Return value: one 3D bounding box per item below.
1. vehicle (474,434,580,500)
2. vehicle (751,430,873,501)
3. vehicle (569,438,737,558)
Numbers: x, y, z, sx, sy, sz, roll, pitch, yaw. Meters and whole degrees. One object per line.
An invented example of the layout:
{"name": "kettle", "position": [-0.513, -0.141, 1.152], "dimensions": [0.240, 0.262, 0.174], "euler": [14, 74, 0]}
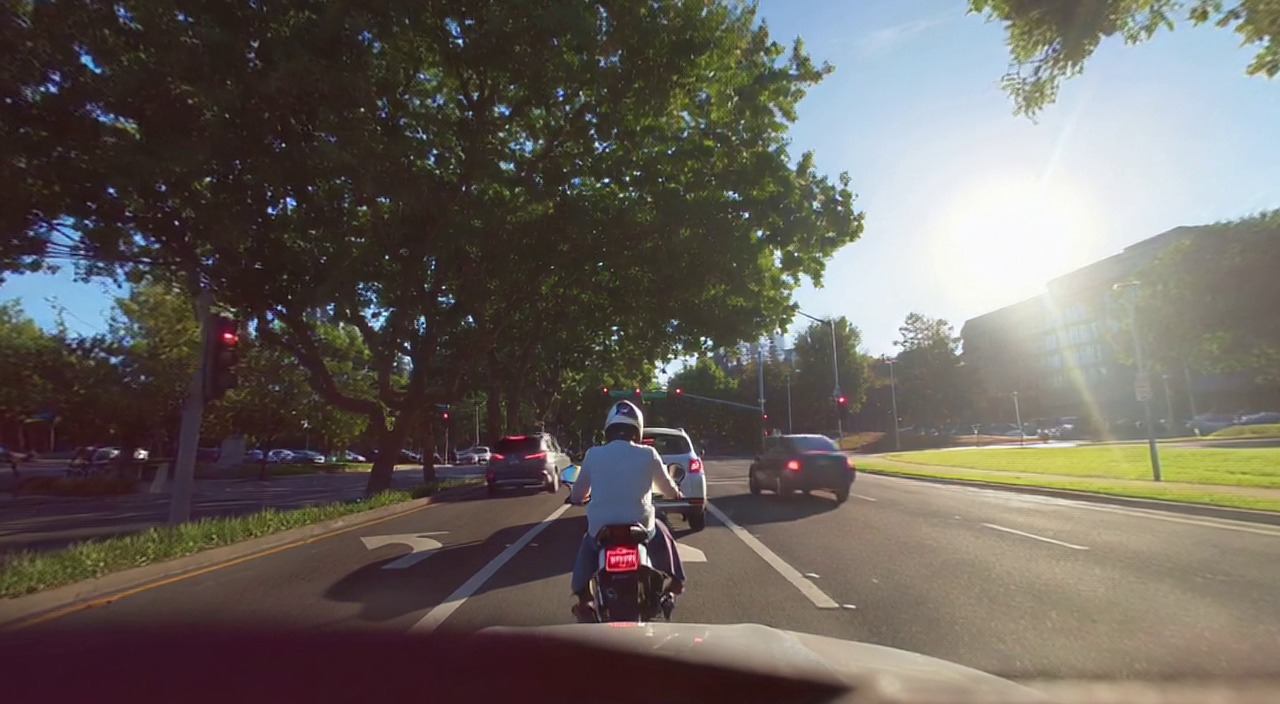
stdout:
{"name": "vehicle", "position": [-3.125, 3.301, 18.592], "dimensions": [2.056, 1.647, 5.045], "euler": [-1, -8, 2]}
{"name": "vehicle", "position": [4.446, 2.996, 17.110], "dimensions": [2.075, 1.661, 4.229], "euler": [0, -8, 0]}
{"name": "vehicle", "position": [0.137, 2.143, 10.121], "dimensions": [2.093, 1.450, 4.437], "euler": [0, -8, -1]}
